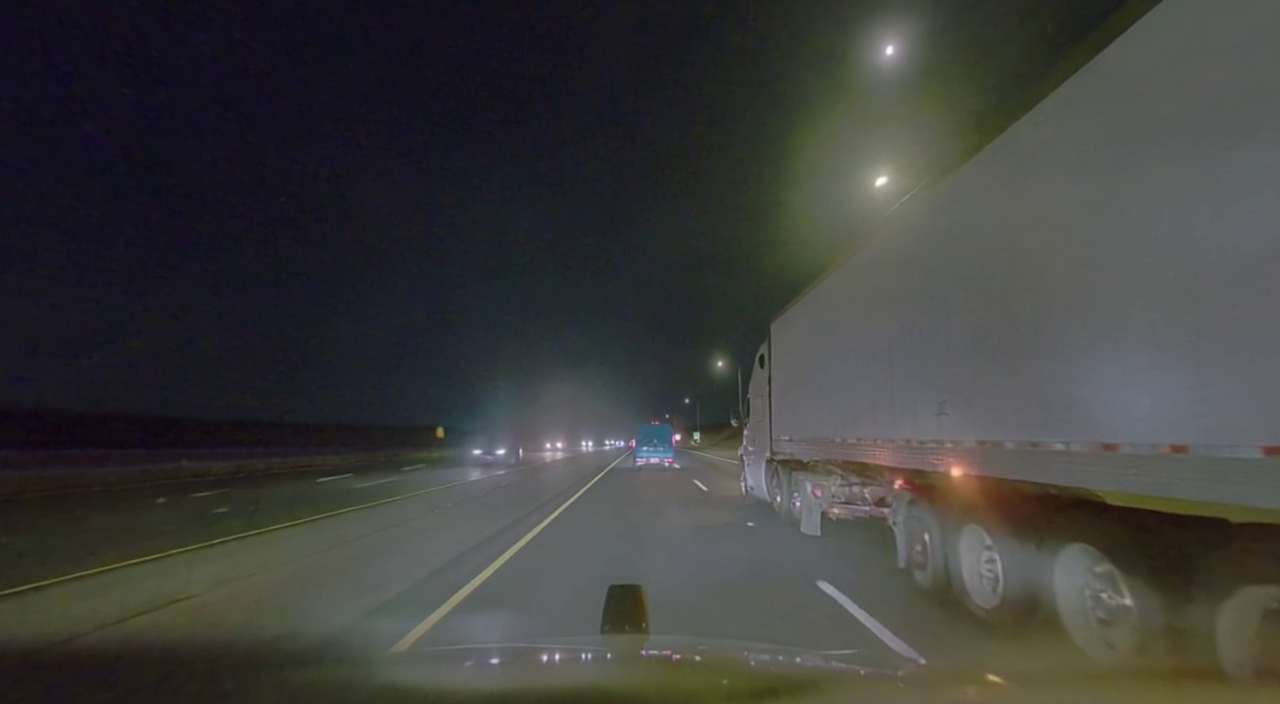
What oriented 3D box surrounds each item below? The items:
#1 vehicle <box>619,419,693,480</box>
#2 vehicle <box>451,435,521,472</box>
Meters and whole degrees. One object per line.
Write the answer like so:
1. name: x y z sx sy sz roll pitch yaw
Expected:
1. vehicle: 0.585 3.575 23.221 2.469 2.027 4.554 0 -8 2
2. vehicle: -7.888 5.228 32.752 2.271 1.756 4.718 0 -8 2
